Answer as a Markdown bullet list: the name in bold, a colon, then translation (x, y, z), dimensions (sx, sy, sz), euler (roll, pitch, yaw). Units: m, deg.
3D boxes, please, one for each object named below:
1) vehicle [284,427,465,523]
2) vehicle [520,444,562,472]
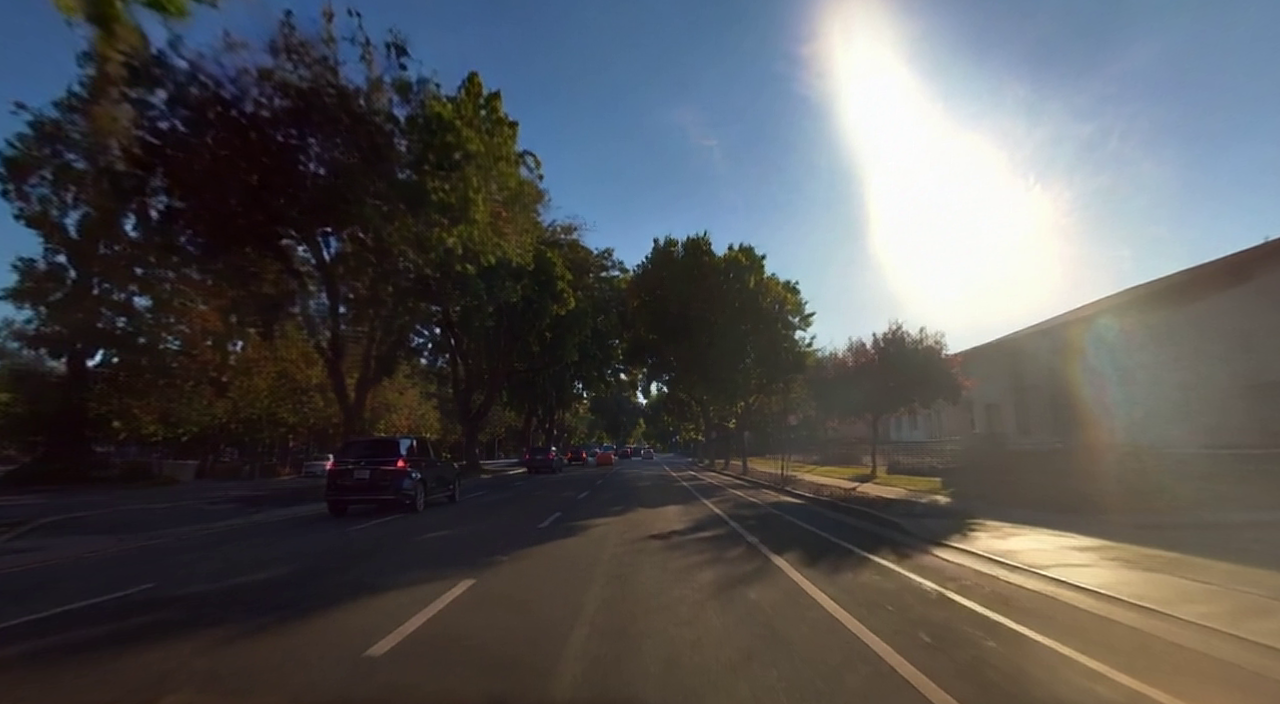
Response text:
- **vehicle**: translation (-5.521, 2.601, 13.869), dimensions (2.123, 1.761, 4.322), euler (0, -9, -1)
- **vehicle**: translation (-6.351, 6.877, 41.045), dimensions (1.985, 1.708, 4.310), euler (0, -9, 1)
